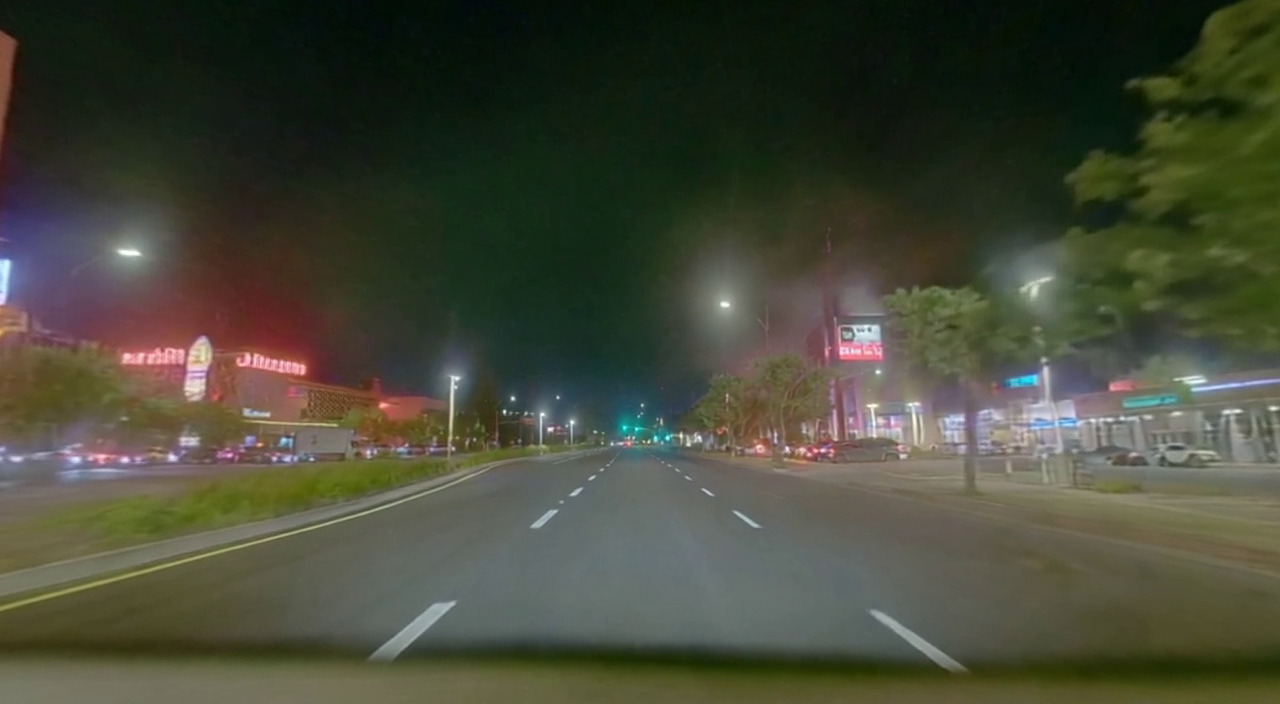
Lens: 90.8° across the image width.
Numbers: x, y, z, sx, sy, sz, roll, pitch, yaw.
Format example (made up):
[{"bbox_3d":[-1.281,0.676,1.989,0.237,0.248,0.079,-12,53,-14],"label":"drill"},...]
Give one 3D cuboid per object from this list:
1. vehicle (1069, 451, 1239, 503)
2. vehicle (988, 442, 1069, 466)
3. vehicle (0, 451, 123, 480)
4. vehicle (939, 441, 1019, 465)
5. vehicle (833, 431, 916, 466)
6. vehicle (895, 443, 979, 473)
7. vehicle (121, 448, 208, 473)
[{"bbox_3d":[16.906,4.098,20.936,3.889,1.590,1.950,0,-8,0],"label":"vehicle"},{"bbox_3d":[24.701,6.480,40.374,1.950,1.473,4.126,2,-9,-14],"label":"vehicle"},{"bbox_3d":[-30.647,5.979,33.400,4.880,1.464,1.953,0,-8,1],"label":"vehicle"},{"bbox_3d":[21.803,6.489,40.816,1.908,1.469,4.354,3,-9,-18],"label":"vehicle"},{"bbox_3d":[14.781,6.147,40.319,2.189,1.951,5.828,-1,-9,-10],"label":"vehicle"},{"bbox_3d":[15.724,5.611,33.774,1.936,1.464,4.867,0,-8,-3],"label":"vehicle"},{"bbox_3d":[-30.543,6.957,40.625,4.104,1.576,1.852,0,-8,2],"label":"vehicle"}]
